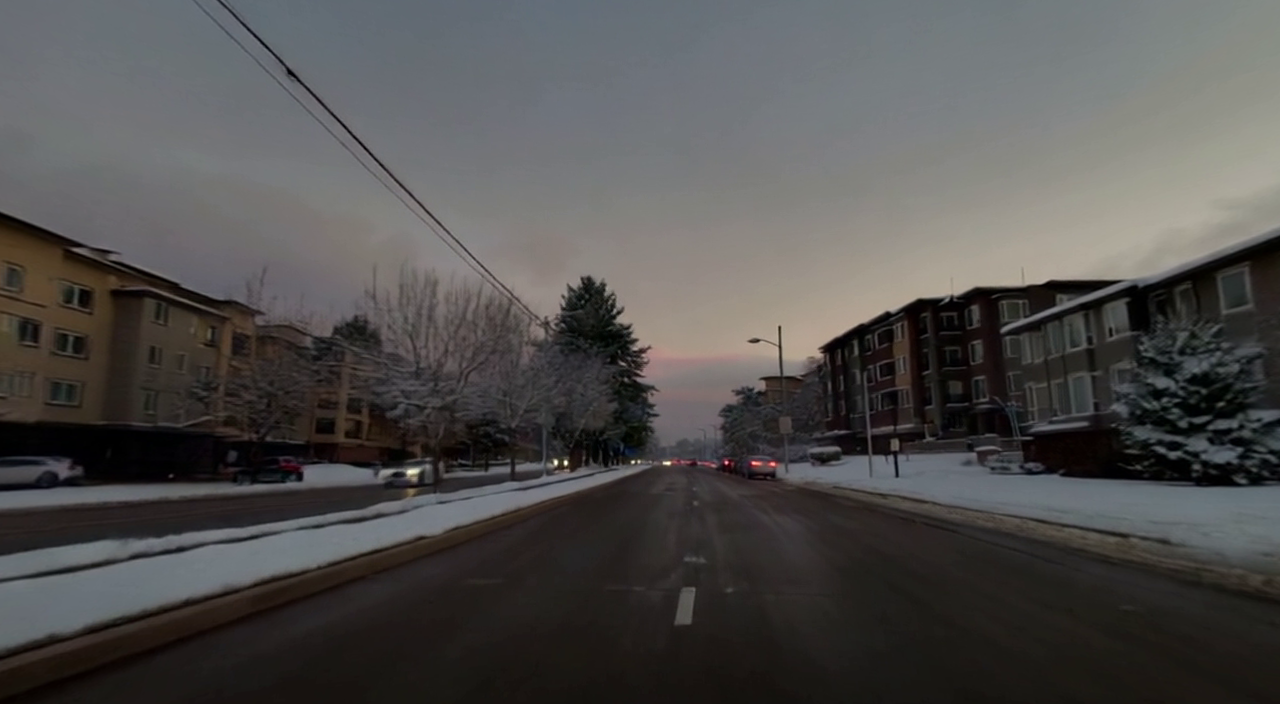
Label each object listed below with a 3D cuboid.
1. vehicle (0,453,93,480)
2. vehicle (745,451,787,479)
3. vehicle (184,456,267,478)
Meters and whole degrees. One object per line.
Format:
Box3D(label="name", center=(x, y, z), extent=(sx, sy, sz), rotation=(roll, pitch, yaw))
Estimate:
Box3D(label="vehicle", center=(-38.048, 7.332, 40.351), extent=(4.334, 1.686, 1.925), rotation=(-2, -9, 9))
Box3D(label="vehicle", center=(9.071, 8.155, 45.763), extent=(2.241, 1.877, 4.810), rotation=(-1, -9, 2))
Box3D(label="vehicle", center=(-31.193, 8.628, 47.397), extent=(4.818, 1.567, 2.023), rotation=(8, -13, -42))
